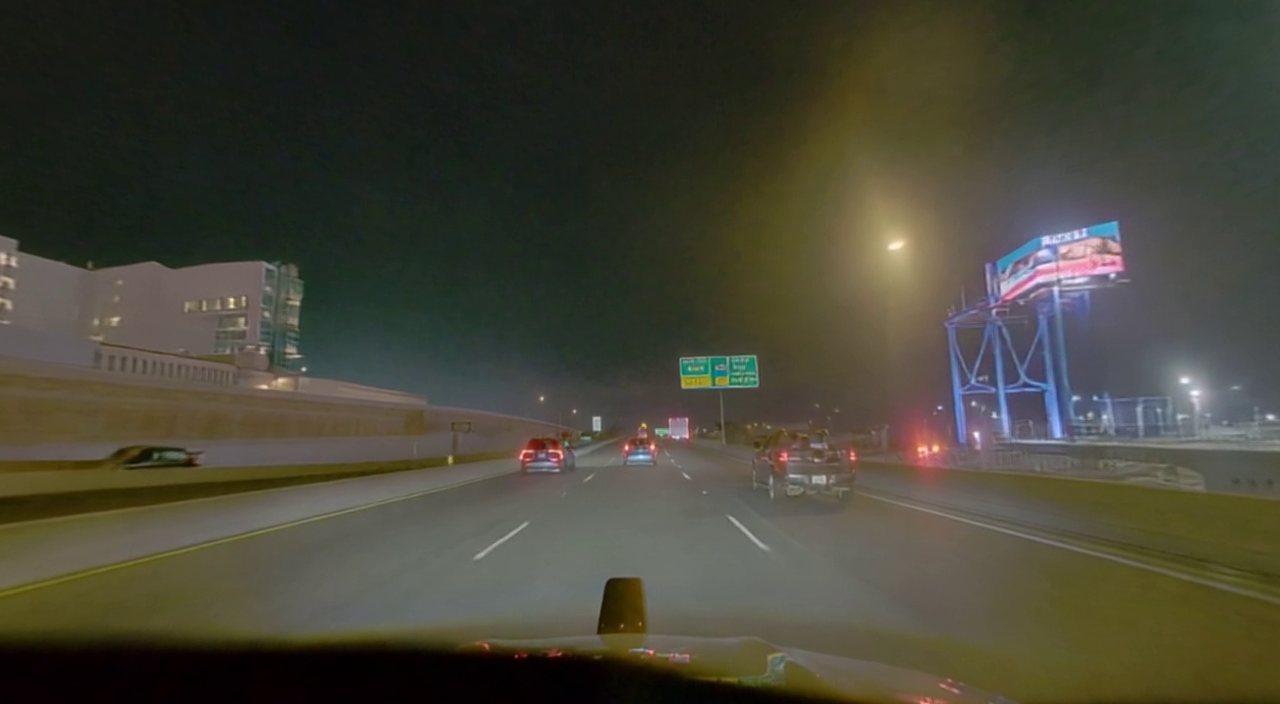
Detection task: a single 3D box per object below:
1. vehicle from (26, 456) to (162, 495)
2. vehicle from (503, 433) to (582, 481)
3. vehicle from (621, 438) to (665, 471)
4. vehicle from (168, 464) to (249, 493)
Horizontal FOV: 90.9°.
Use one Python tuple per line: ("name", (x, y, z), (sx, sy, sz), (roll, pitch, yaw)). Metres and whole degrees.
("vehicle", (-31.733, 7.129, 36.995), (2.533, 1.951, 5.987), (0, -8, 1))
("vehicle", (-3.463, 3.817, 23.187), (2.064, 1.589, 4.213), (-1, -8, 2))
("vehicle", (0.135, 4.728, 29.287), (1.877, 1.386, 3.872), (0, -8, 0))
("vehicle", (-27.955, 8.174, 41.109), (1.844, 1.564, 4.787), (0, -8, 1))
